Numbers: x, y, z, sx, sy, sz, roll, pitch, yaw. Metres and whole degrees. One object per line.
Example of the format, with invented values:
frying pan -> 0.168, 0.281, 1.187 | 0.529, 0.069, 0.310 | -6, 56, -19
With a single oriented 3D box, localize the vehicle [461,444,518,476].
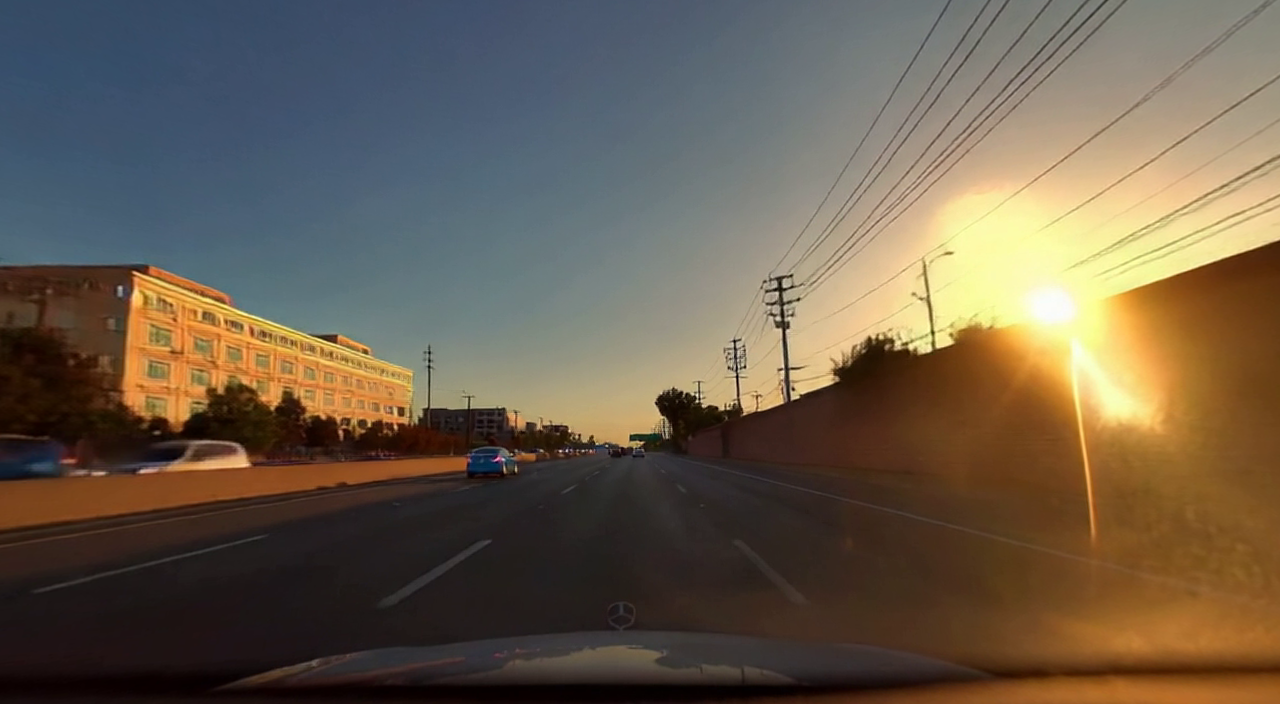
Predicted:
vehicle -> -7.868, 5.647, 33.406 | 2.013, 1.574, 3.923 | 0, -8, 0

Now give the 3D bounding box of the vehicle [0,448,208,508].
vehicle -> -14.928, 3.487, 18.019 | 1.886, 1.455, 4.584 | 0, -8, 1
